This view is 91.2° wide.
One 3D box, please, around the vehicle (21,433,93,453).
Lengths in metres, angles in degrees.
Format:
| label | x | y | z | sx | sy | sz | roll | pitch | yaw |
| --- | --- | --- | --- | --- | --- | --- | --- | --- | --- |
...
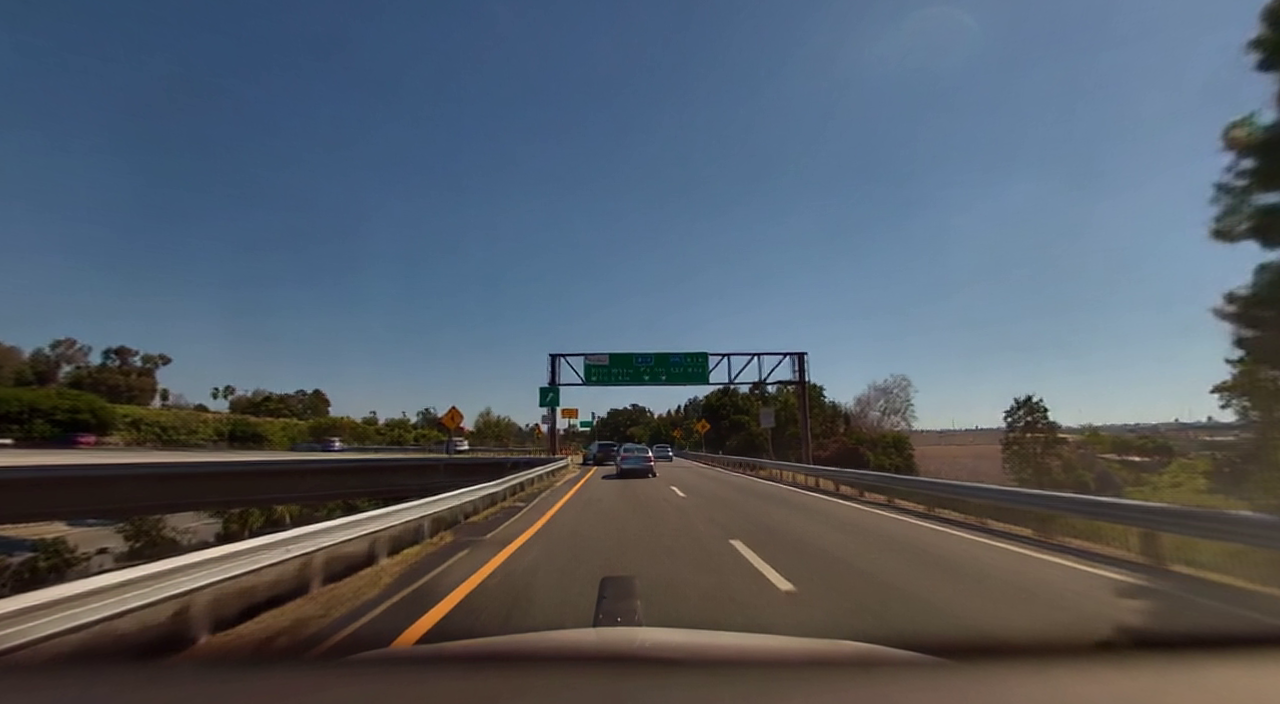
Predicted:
| label | x | y | z | sx | sy | sz | roll | pitch | yaw |
| --- | --- | --- | --- | --- | --- | --- | --- | --- | --- |
| vehicle | -46.383 | 7.253 | 49.922 | 3.783 | 1.466 | 1.750 | 0 | -9 | -4 |

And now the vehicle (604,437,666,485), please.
| label | x | y | z | sx | sy | sz | roll | pitch | yaw |
| --- | --- | --- | --- | --- | --- | --- | --- | --- | --- |
| vehicle | -0.198 | 3.792 | 22.062 | 2.006 | 1.486 | 3.950 | 0 | -9 | -1 |

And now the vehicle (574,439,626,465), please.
| label | x | y | z | sx | sy | sz | roll | pitch | yaw |
| --- | --- | --- | --- | --- | --- | --- | --- | --- | --- |
| vehicle | -2.546 | 6.190 | 38.791 | 2.018 | 1.505 | 4.278 | 3 | -9 | -21 |
